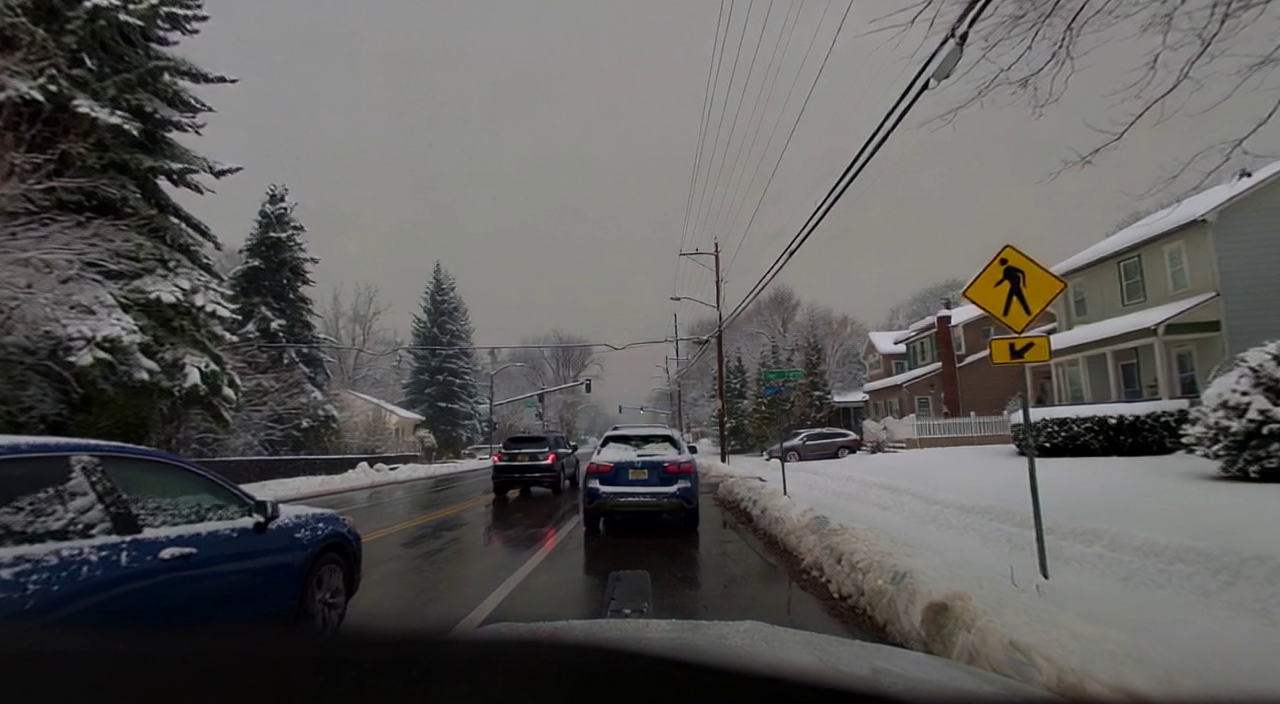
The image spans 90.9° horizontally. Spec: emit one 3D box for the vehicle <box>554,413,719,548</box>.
[{"bbox_3d":[0.000,1.944,10.127,2.120,1.718,3.909,0,-9,2],"label":"vehicle"}]

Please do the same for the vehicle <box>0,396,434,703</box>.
[{"bbox_3d":[-2.860,1.071,3.178,1.968,1.472,4.685,0,-9,1],"label":"vehicle"}]

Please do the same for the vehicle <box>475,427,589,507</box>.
[{"bbox_3d":[-2.554,2.841,16.000,2.000,1.737,4.133,0,-9,2],"label":"vehicle"}]

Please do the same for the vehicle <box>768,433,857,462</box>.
[{"bbox_3d":[9.493,5.301,35.035,4.456,1.504,1.914,-1,-8,4],"label":"vehicle"}]
